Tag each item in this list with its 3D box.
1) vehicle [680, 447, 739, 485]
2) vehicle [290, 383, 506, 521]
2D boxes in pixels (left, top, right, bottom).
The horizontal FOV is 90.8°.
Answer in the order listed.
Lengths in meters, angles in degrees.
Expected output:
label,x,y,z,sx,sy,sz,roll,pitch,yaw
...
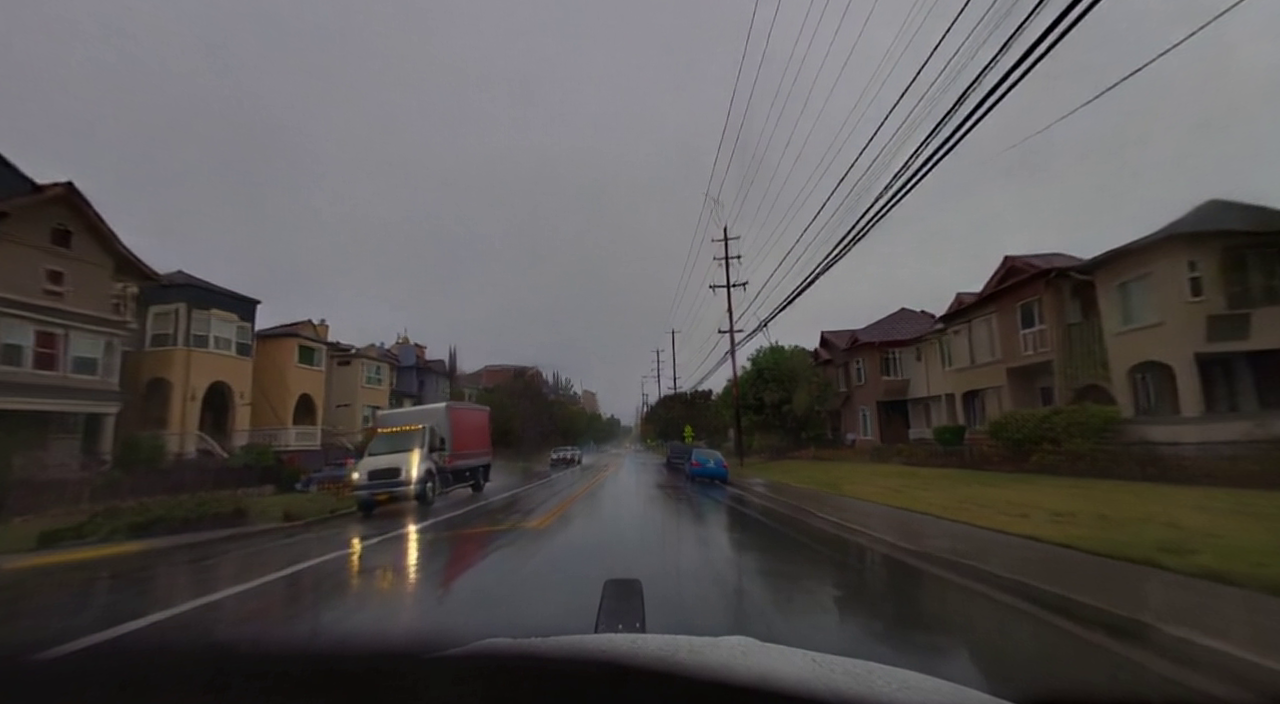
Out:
label,x,y,z,sx,sy,sz,roll,pitch,yaw
vehicle,2.900,4.882,27.331,1.890,1.463,4.952,0,-9,-1
vehicle,-6.546,2.964,18.923,3.197,3.187,7.847,-1,-9,2
